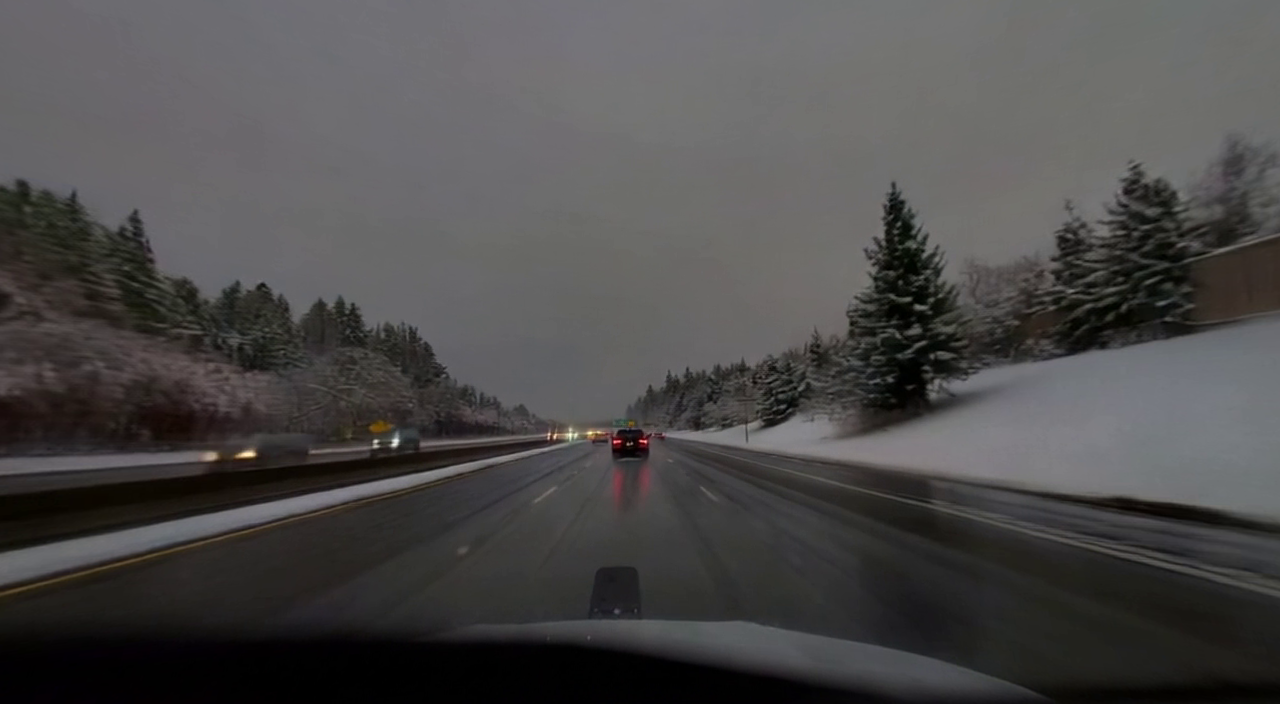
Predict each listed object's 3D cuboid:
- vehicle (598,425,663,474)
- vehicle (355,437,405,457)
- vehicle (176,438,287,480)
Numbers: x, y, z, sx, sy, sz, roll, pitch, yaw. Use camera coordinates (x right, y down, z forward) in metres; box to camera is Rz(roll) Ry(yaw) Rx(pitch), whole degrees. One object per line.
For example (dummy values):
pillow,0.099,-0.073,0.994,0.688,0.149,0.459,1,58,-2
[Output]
vehicle,-0.349,3.425,22.404,2.094,1.600,3.666,0,-8,-1
vehicle,-19.905,7.299,48.472,1.889,1.449,4.539,0,-8,0
vehicle,-15.990,4.156,24.931,1.838,1.514,3.748,0,-8,0
